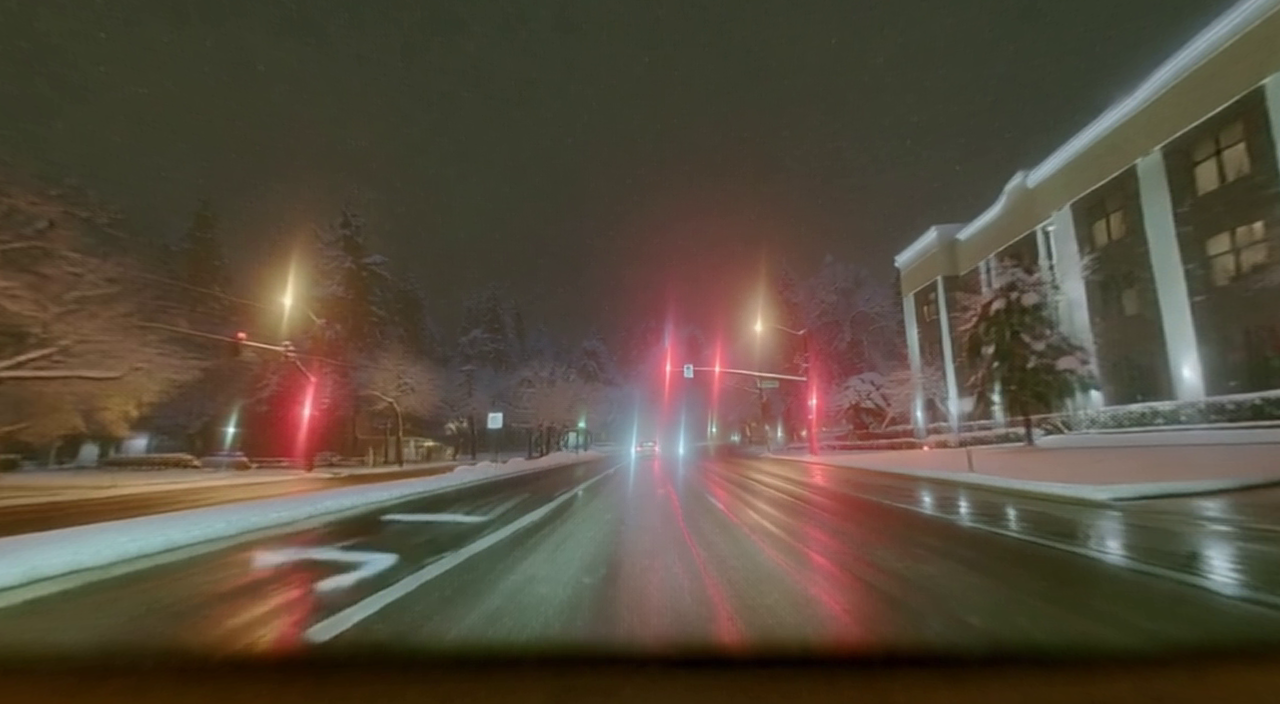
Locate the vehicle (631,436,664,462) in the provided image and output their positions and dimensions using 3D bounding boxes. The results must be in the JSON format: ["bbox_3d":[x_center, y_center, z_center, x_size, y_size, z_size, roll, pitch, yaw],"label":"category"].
[{"bbox_3d":[0.528,6.392,41.729,2.037,1.568,3.693,-1,-8,2],"label":"vehicle"}]
